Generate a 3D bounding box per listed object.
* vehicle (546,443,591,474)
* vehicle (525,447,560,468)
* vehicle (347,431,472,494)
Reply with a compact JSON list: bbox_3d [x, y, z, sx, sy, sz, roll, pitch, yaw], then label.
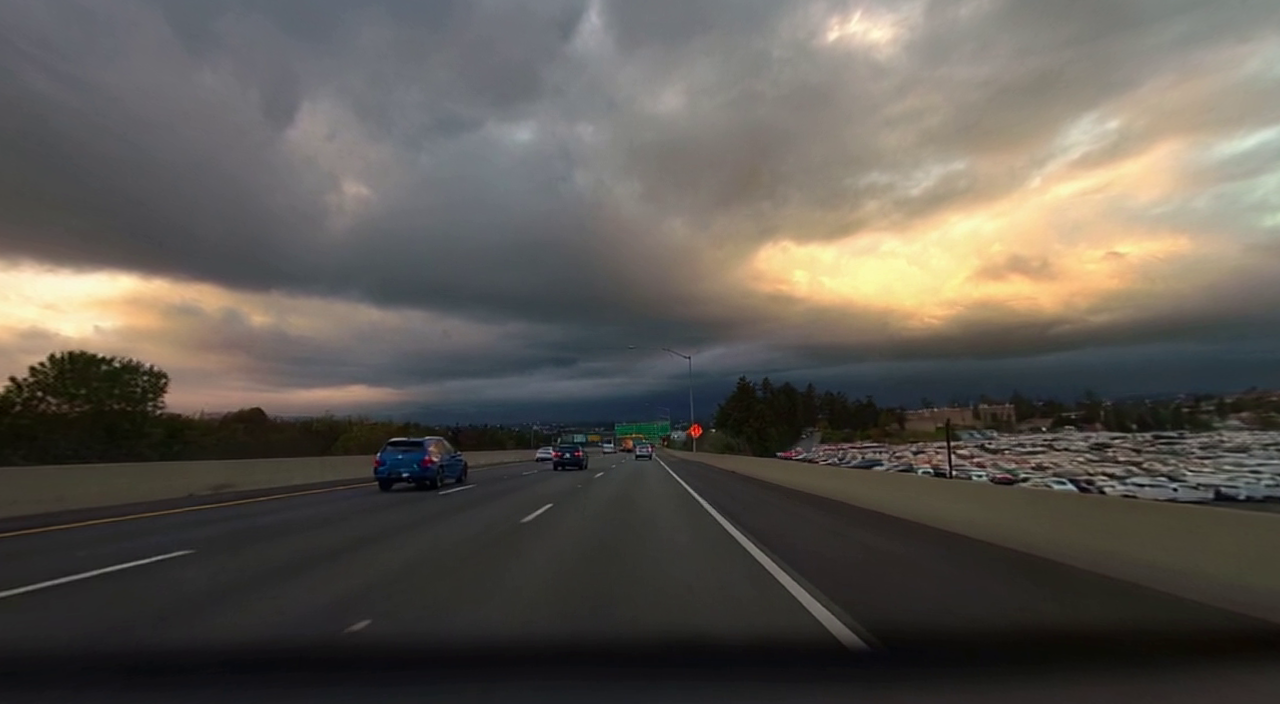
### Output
[{"bbox_3d":[-4.018,6.062,36.125,2.070,1.665,4.213,0,-9,1],"label":"vehicle"},{"bbox_3d":[-7.526,8.128,48.785,1.991,1.538,4.360,0,-9,0],"label":"vehicle"},{"bbox_3d":[-7.559,3.684,21.383,2.159,1.807,5.422,0,-9,0],"label":"vehicle"}]
